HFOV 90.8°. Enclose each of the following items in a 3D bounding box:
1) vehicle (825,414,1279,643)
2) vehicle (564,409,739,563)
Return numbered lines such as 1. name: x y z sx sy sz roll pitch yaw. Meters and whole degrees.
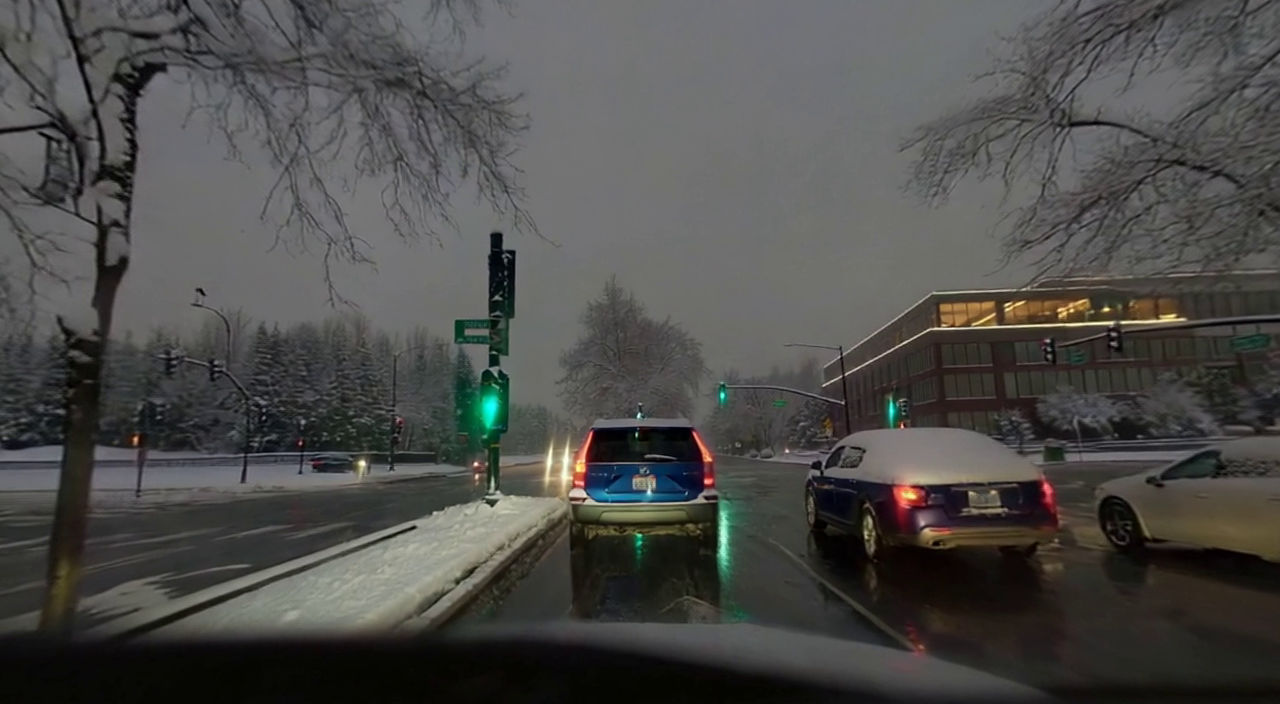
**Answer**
1. vehicle: 3.615 1.555 6.674 1.899 1.572 4.425 0 -8 -1
2. vehicle: 0.064 1.894 9.628 2.085 1.807 4.038 0 -8 -2
